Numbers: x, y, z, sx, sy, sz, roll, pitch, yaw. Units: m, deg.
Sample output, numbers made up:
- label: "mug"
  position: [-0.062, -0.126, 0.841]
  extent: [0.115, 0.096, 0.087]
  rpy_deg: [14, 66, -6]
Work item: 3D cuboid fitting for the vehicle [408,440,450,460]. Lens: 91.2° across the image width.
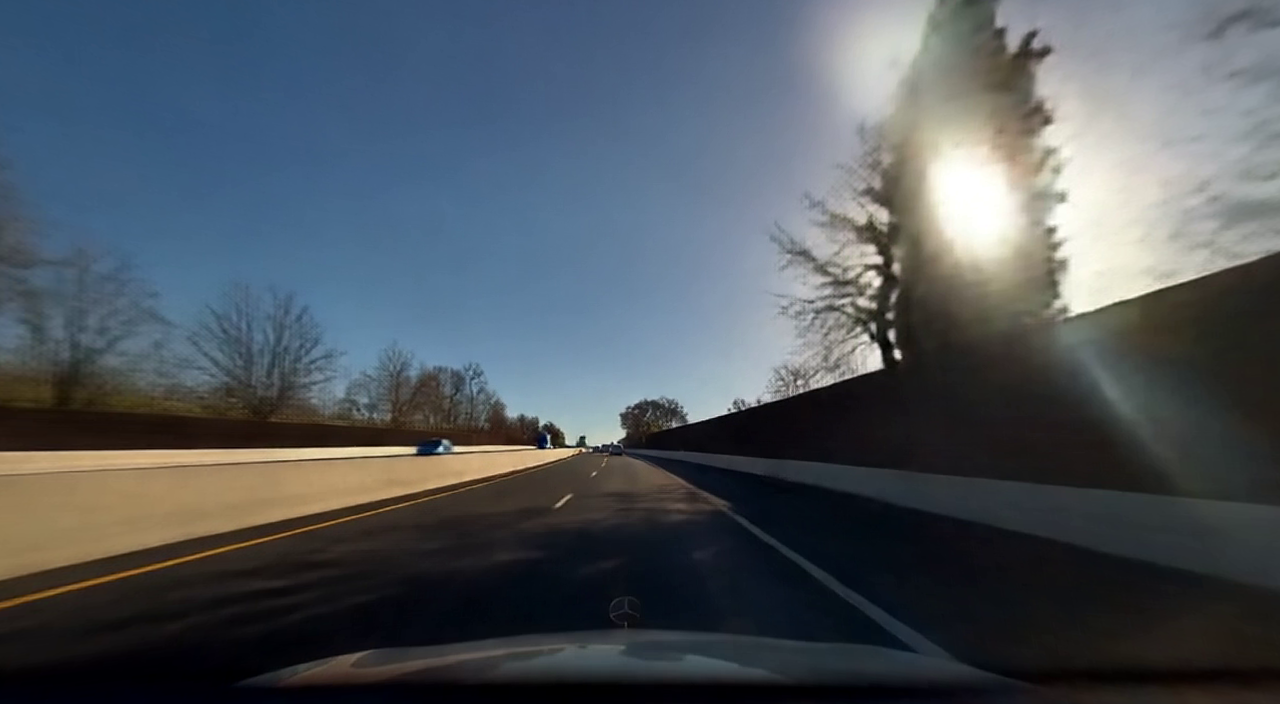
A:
- label: "vehicle"
  position: [-16.523, 7.725, 49.393]
  extent: [1.815, 1.497, 4.437]
  rpy_deg: [0, -9, -1]
